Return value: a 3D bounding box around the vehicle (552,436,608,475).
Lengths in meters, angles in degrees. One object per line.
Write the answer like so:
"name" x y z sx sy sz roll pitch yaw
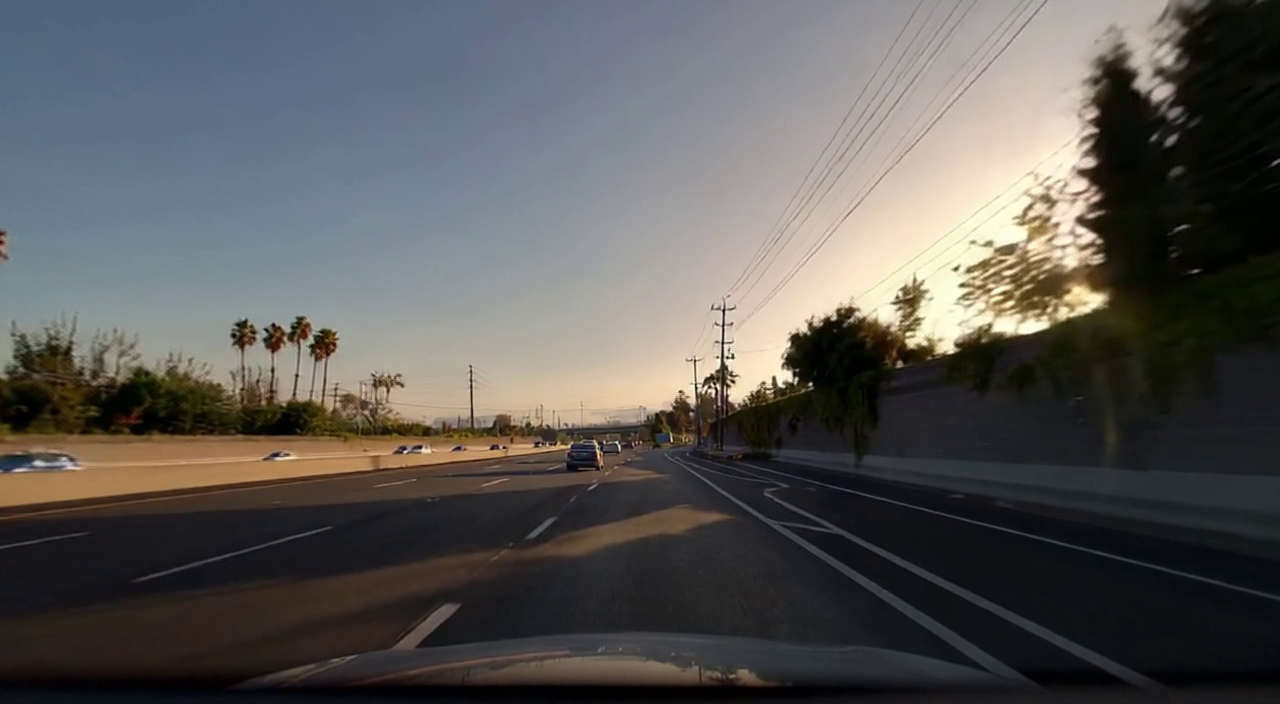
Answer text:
"vehicle" -2.656 4.676 28.716 2.029 1.609 3.935 0 -8 2
